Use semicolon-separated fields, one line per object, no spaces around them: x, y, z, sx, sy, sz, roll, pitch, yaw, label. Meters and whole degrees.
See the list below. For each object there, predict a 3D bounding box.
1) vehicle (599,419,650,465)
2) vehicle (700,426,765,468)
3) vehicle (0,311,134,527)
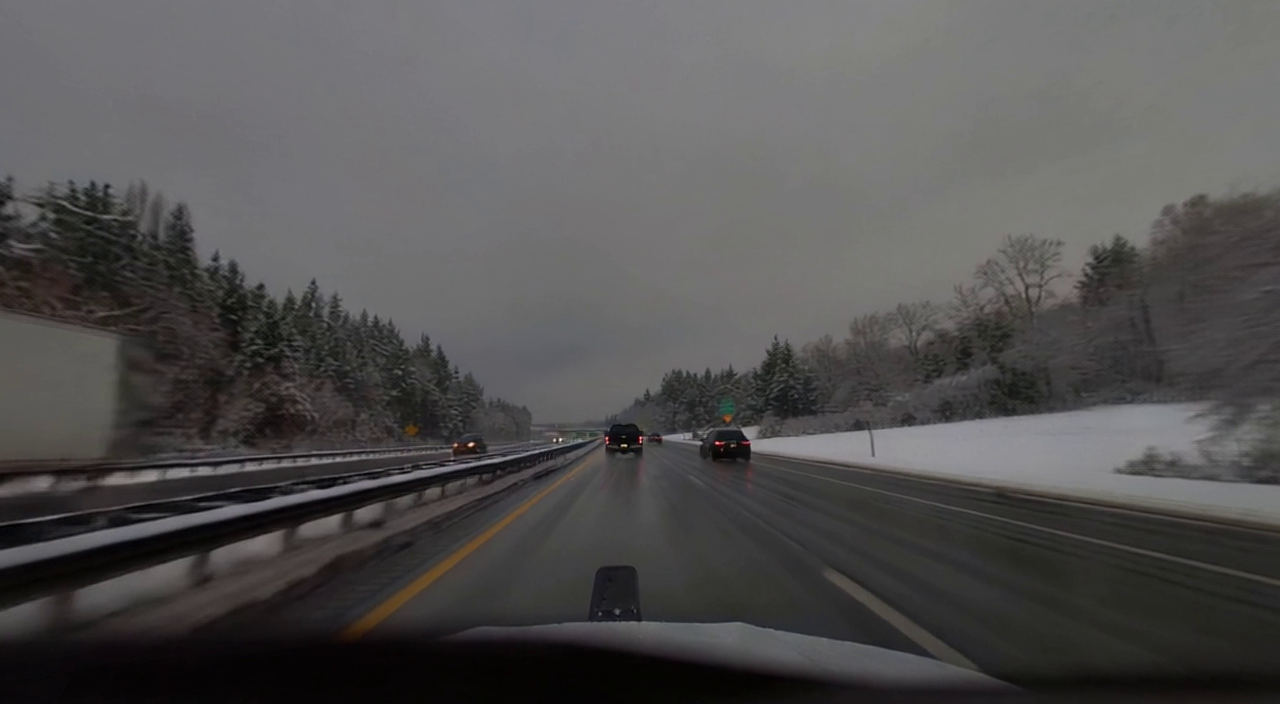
-0.760;4.312;30.275;2.270;2.044;4.633;0;-8;-2;vehicle
3.772;3.961;26.428;1.981;1.606;3.956;0;-8;-2;vehicle
-13.549;0.720;7.898;3.084;4.047;14.012;0;-8;-1;vehicle
